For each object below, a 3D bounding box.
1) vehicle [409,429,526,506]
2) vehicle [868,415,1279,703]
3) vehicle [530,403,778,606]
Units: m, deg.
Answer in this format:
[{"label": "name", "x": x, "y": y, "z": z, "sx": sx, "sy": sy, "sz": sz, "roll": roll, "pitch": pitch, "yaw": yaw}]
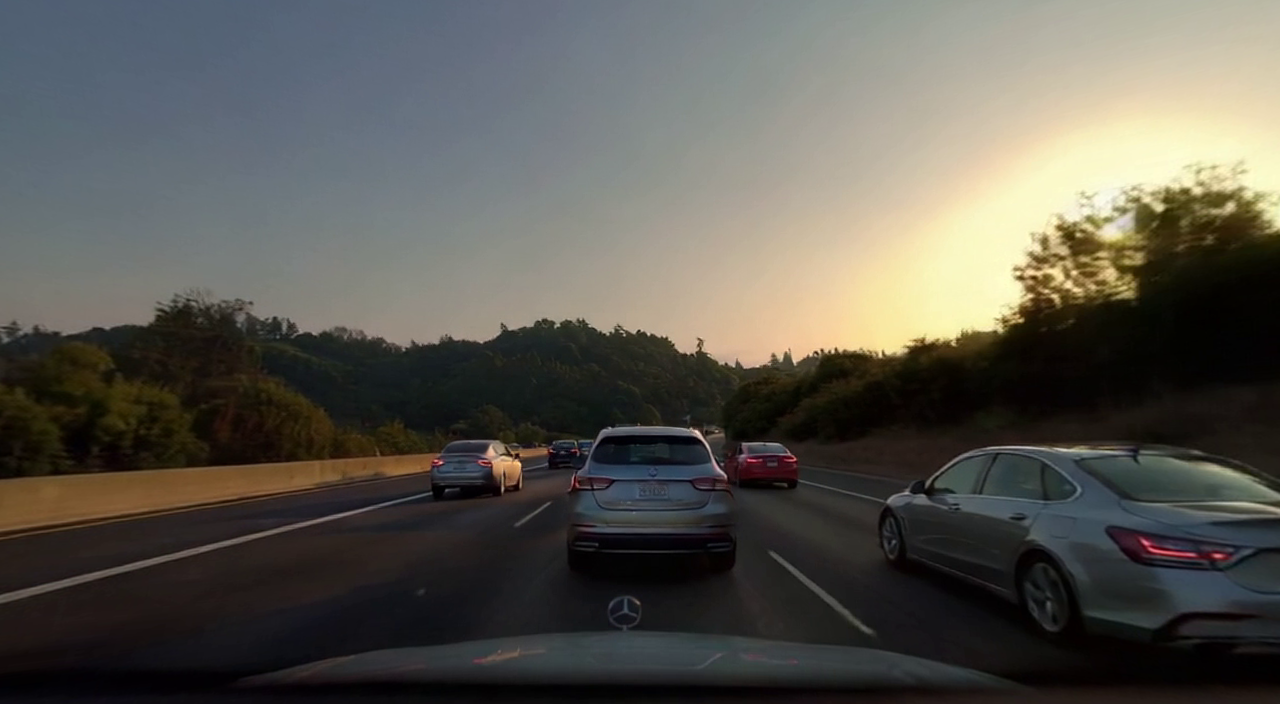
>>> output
[{"label": "vehicle", "x": -4.245, "y": 2.906, "z": 16.182, "sx": 1.890, "sy": 1.708, "sz": 3.844, "roll": 0, "pitch": -9, "yaw": 0}, {"label": "vehicle", "x": 3.716, "y": 1.362, "z": 5.170, "sx": 1.953, "sy": 1.434, "sz": 4.511, "roll": 0, "pitch": -9, "yaw": -1}, {"label": "vehicle", "x": 0.079, "y": 1.579, "z": 7.296, "sx": 2.093, "sy": 1.695, "sz": 3.782, "roll": 0, "pitch": -9, "yaw": -1}]
